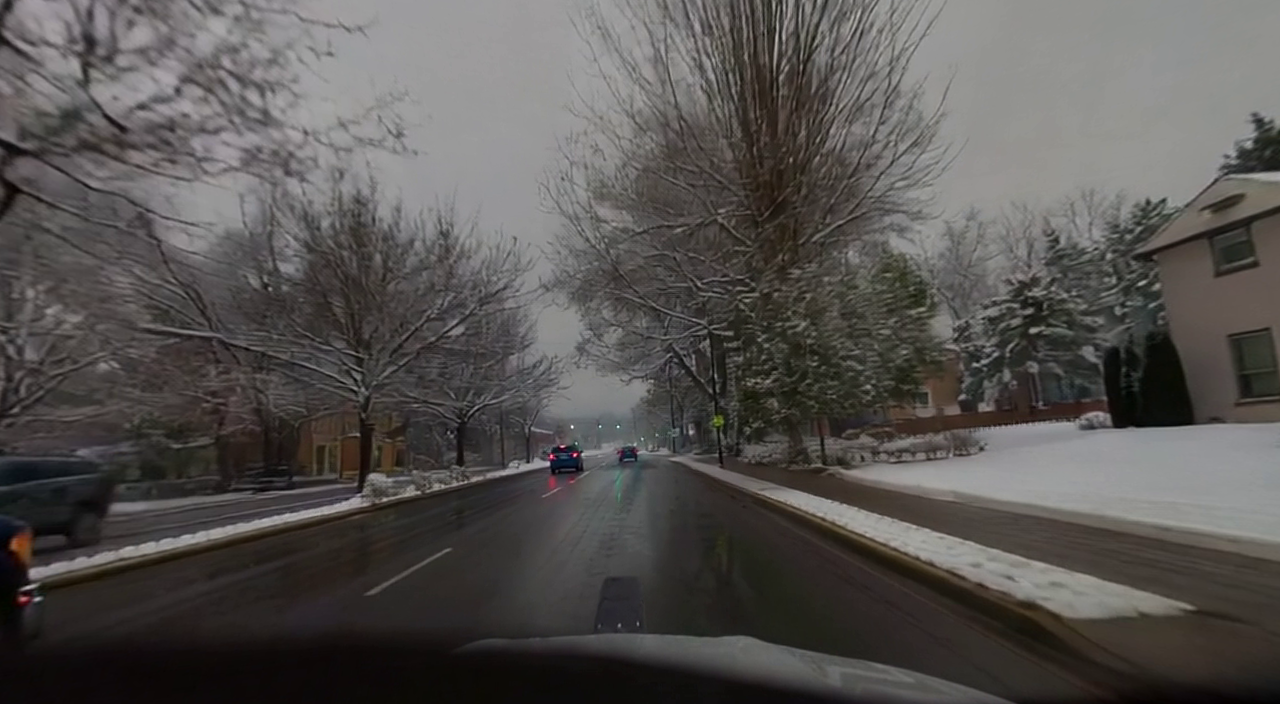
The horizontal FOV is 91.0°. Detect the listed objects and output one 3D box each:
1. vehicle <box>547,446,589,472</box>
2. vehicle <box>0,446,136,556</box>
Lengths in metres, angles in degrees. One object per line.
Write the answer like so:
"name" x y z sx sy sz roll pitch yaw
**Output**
"vehicle" -4.397 6.627 39.200 2.083 1.460 4.527 0 -8 0
"vehicle" -12.290 2.670 11.117 2.292 1.882 5.655 -2 -10 -3
